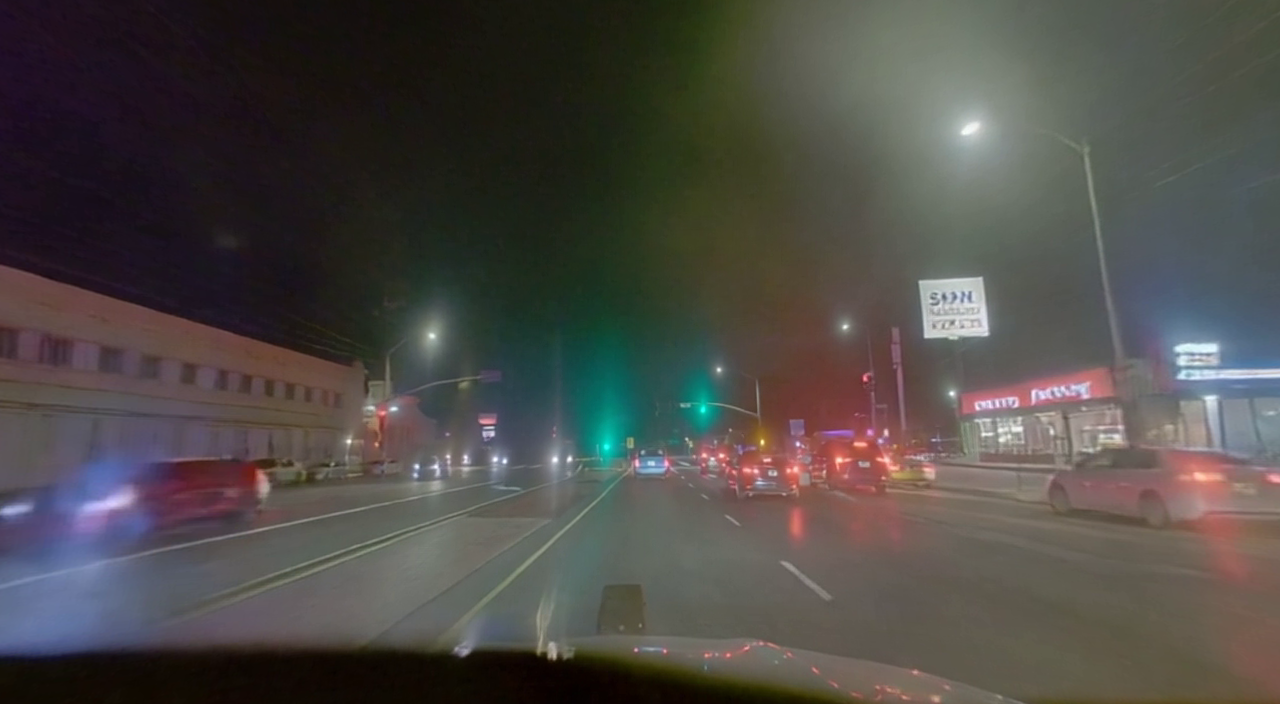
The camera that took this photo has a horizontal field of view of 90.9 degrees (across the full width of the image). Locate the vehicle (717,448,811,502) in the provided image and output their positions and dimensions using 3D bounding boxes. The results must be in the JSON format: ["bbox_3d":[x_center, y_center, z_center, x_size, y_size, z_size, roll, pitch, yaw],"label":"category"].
[{"bbox_3d":[3.701,3.741,19.719,1.963,1.484,4.609,0,-9,0],"label":"vehicle"}]

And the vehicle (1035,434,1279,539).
[{"bbox_3d":[10.636,2.610,12.836,2.106,1.712,4.769,0,-9,1],"label":"vehicle"}]

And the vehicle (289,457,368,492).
[{"bbox_3d":[-15.289,5.983,31.193,1.798,1.541,4.002,0,-9,0],"label":"vehicle"}]

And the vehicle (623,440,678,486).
[{"bbox_3d":[0.436,4.862,27.968,2.210,1.861,4.280,0,-9,0],"label":"vehicle"}]

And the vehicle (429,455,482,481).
[{"bbox_3d":[-11.675,7.367,40.124,2.087,1.499,3.939,0,-9,1],"label":"vehicle"}]

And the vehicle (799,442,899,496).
[{"bbox_3d":[7.361,4.141,22.749,2.040,1.738,4.414,0,-9,-1],"label":"vehicle"}]

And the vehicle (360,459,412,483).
[{"bbox_3d":[-18.092,8.467,45.182,1.843,1.468,4.475,0,-8,1],"label":"vehicle"}]

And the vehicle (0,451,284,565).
[{"bbox_3d":[-8.465,2.426,10.701,2.078,1.465,4.632,0,-9,1],"label":"vehicle"}]
